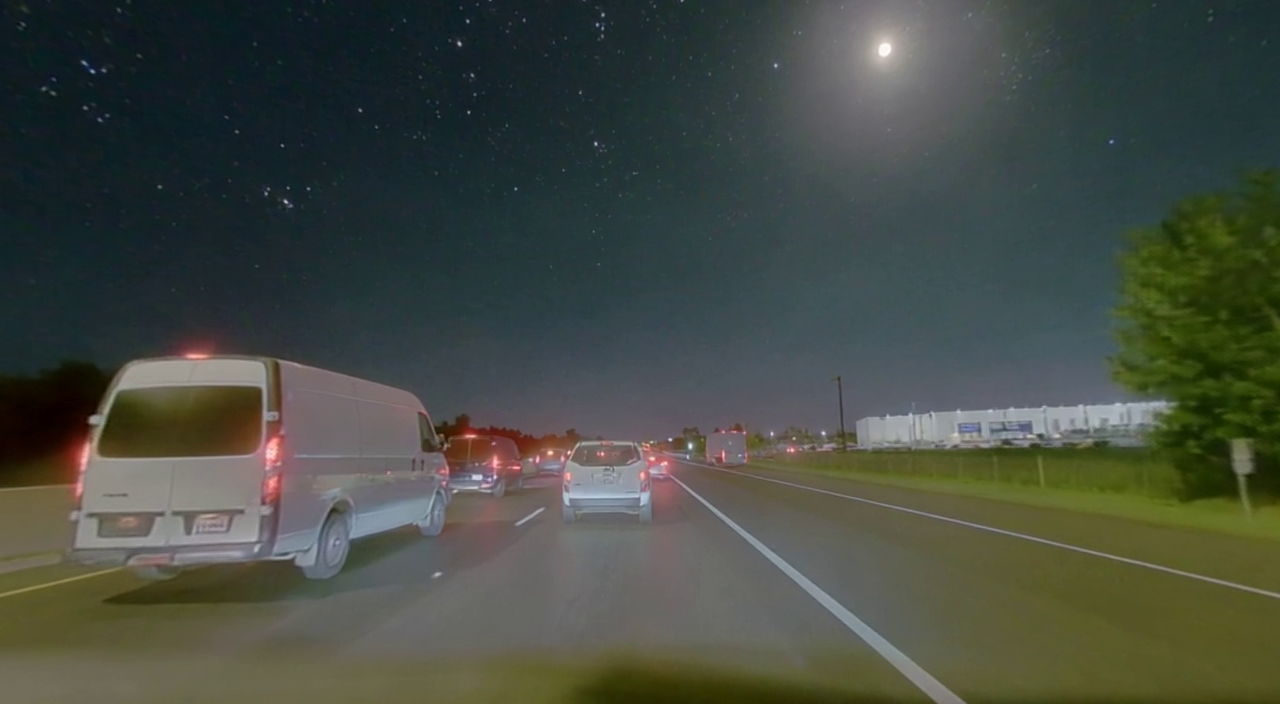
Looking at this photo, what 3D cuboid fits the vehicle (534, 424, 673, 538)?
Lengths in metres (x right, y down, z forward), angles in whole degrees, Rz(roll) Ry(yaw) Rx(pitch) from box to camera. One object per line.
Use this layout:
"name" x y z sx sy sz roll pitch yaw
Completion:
"vehicle" -0.573 2.243 11.480 2.093 1.695 3.782 0 -9 -1

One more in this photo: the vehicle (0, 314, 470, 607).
"vehicle" -4.553 1.470 9.128 2.248 2.626 6.837 0 -9 0

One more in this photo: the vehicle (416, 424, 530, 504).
"vehicle" -4.574 3.146 18.040 2.043 1.987 4.486 0 -9 0

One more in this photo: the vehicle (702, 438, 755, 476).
"vehicle" 4.370 5.283 31.782 2.003 1.754 4.134 0 -9 0

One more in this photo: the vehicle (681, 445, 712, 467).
"vehicle" 4.204 7.803 47.426 1.874 1.512 3.723 0 -9 -1
